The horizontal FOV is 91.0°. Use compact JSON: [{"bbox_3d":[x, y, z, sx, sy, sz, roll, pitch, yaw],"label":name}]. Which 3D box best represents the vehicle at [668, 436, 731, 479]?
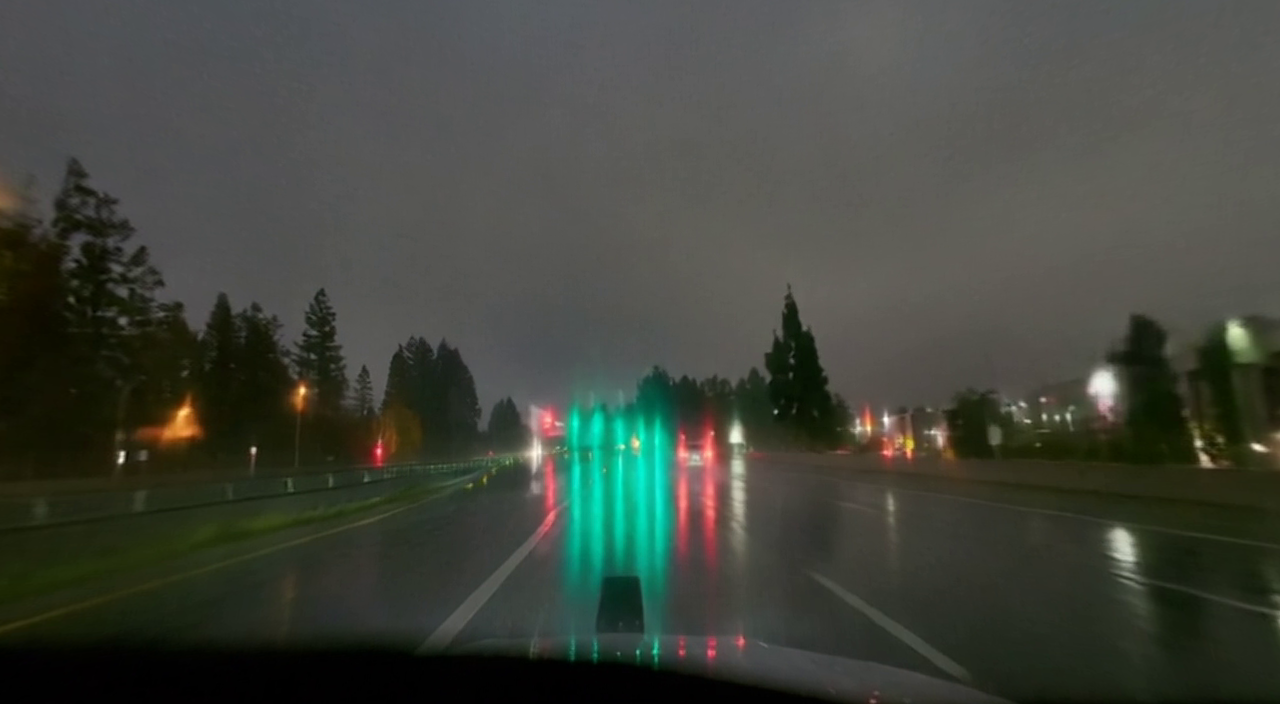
[{"bbox_3d":[2.468,4.545,27.303,2.066,1.683,4.675,0,-9,-3],"label":"vehicle"}]
